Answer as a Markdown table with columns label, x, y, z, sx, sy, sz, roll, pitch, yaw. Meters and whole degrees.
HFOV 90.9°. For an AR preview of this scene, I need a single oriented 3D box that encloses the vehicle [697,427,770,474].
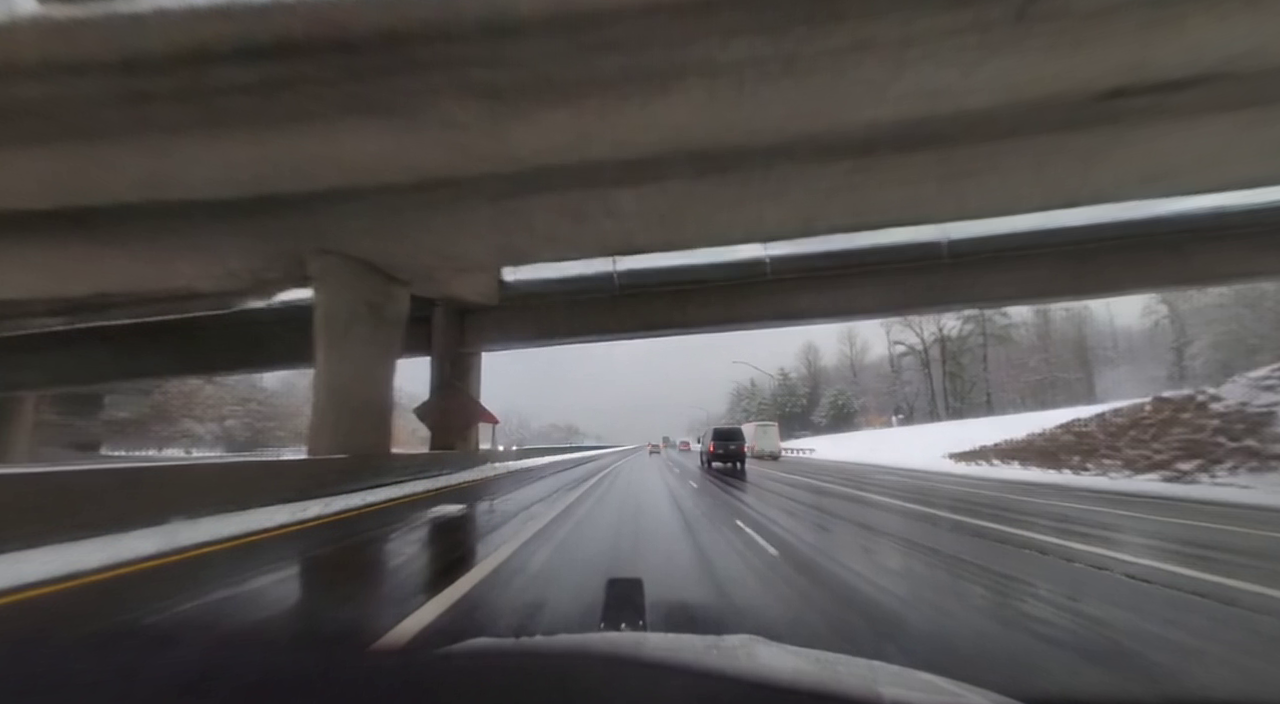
| label | x | y | z | sx | sy | sz | roll | pitch | yaw |
| --- | --- | --- | --- | --- | --- | --- | --- | --- | --- |
| vehicle | 4.271 | 4.644 | 29.919 | 2.505 | 2.020 | 5.532 | 0 | -8 | -1 |
